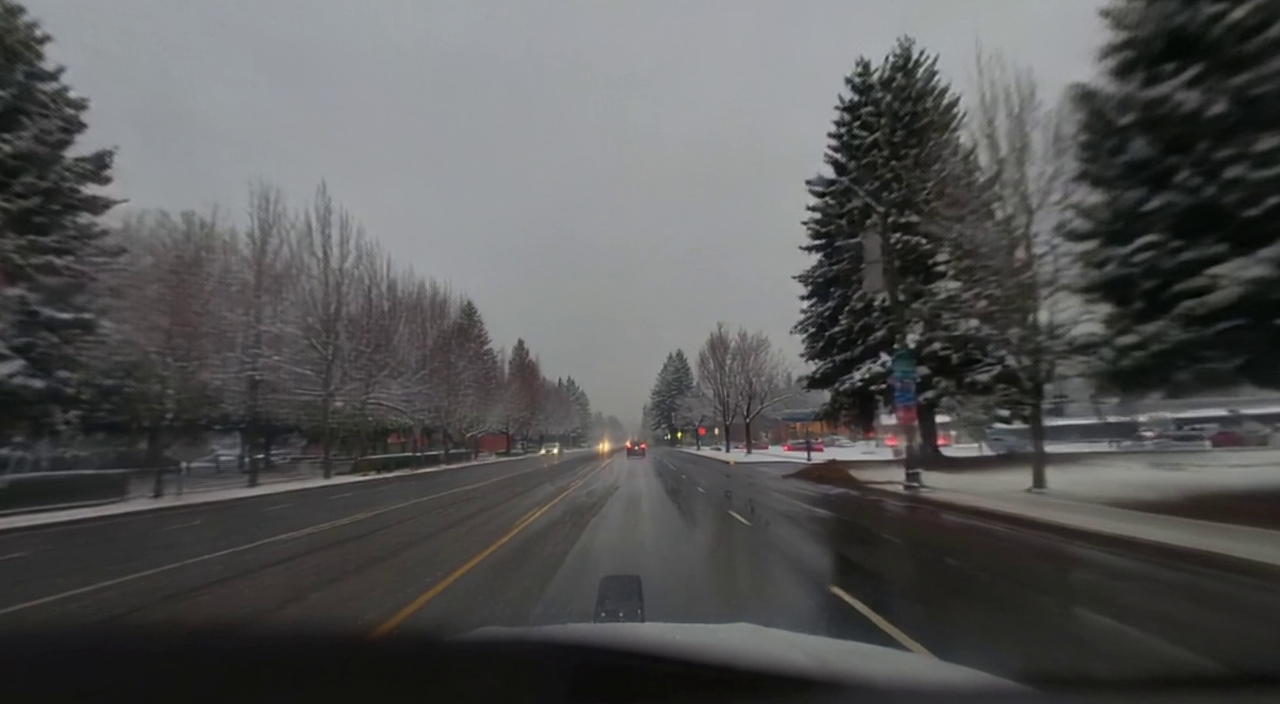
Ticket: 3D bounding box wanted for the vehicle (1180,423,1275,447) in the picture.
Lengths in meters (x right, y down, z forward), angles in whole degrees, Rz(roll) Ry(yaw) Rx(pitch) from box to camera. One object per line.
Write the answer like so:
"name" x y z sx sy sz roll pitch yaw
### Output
"vehicle" 38.588 5.474 41.677 1.860 1.467 4.614 -1 -8 2
